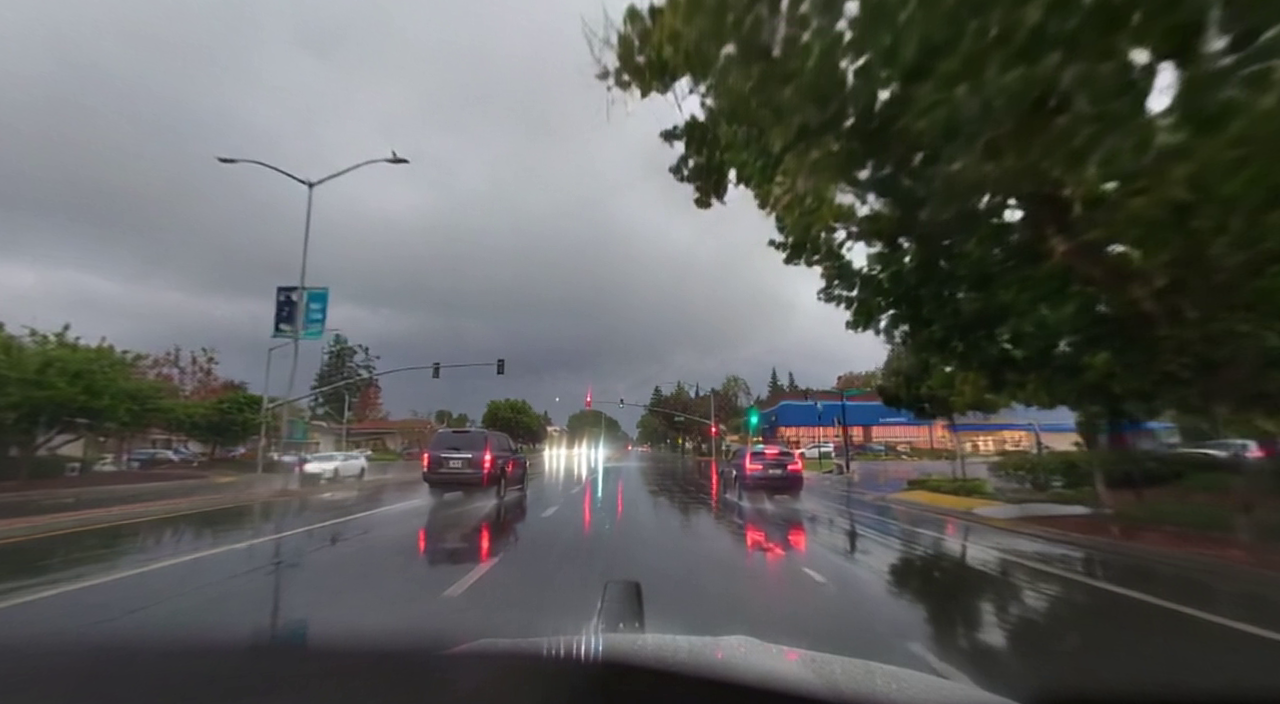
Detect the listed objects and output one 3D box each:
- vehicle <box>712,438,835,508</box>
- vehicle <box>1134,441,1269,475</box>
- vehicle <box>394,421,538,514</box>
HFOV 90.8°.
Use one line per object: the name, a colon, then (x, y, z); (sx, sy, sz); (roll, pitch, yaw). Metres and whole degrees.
vehicle: (3.190, 3.011, 16.226); (1.975, 1.502, 4.787); (0, -9, -2)
vehicle: (29.047, 5.496, 32.832); (4.810, 1.627, 1.991); (-2, -9, 6)
vehicle: (-3.764, 2.597, 14.639); (1.997, 1.806, 4.500); (0, -9, 1)
